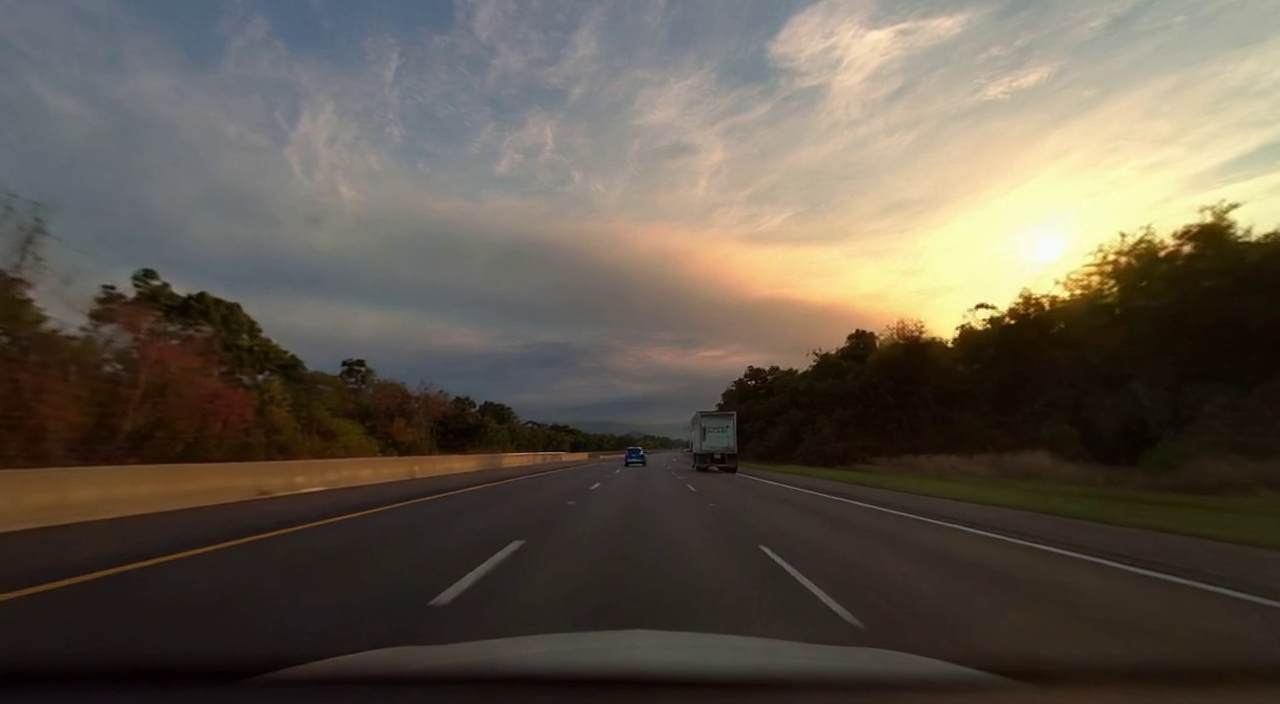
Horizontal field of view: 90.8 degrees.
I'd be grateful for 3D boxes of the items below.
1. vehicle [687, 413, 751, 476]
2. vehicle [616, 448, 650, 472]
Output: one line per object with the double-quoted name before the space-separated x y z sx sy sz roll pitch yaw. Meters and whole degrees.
"vehicle" 4.791 5.901 40.044 2.960 3.547 8.560 0 -9 0
"vehicle" -0.456 8.067 47.315 2.297 1.683 4.385 0 -9 2
